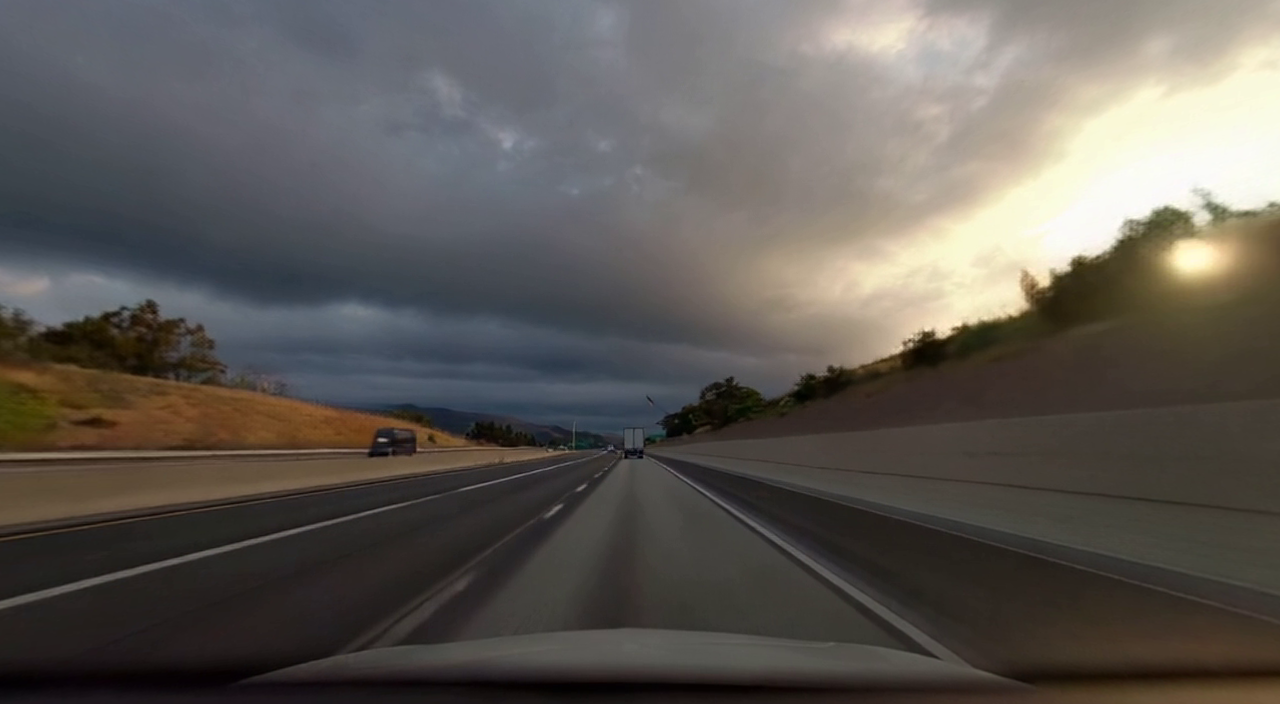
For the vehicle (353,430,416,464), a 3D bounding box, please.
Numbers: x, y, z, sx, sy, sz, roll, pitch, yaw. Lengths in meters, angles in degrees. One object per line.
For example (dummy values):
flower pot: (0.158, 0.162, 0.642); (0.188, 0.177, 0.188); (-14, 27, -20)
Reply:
vehicle: (-19.498, 7.298, 48.448); (2.487, 2.425, 5.746); (0, -9, -1)
